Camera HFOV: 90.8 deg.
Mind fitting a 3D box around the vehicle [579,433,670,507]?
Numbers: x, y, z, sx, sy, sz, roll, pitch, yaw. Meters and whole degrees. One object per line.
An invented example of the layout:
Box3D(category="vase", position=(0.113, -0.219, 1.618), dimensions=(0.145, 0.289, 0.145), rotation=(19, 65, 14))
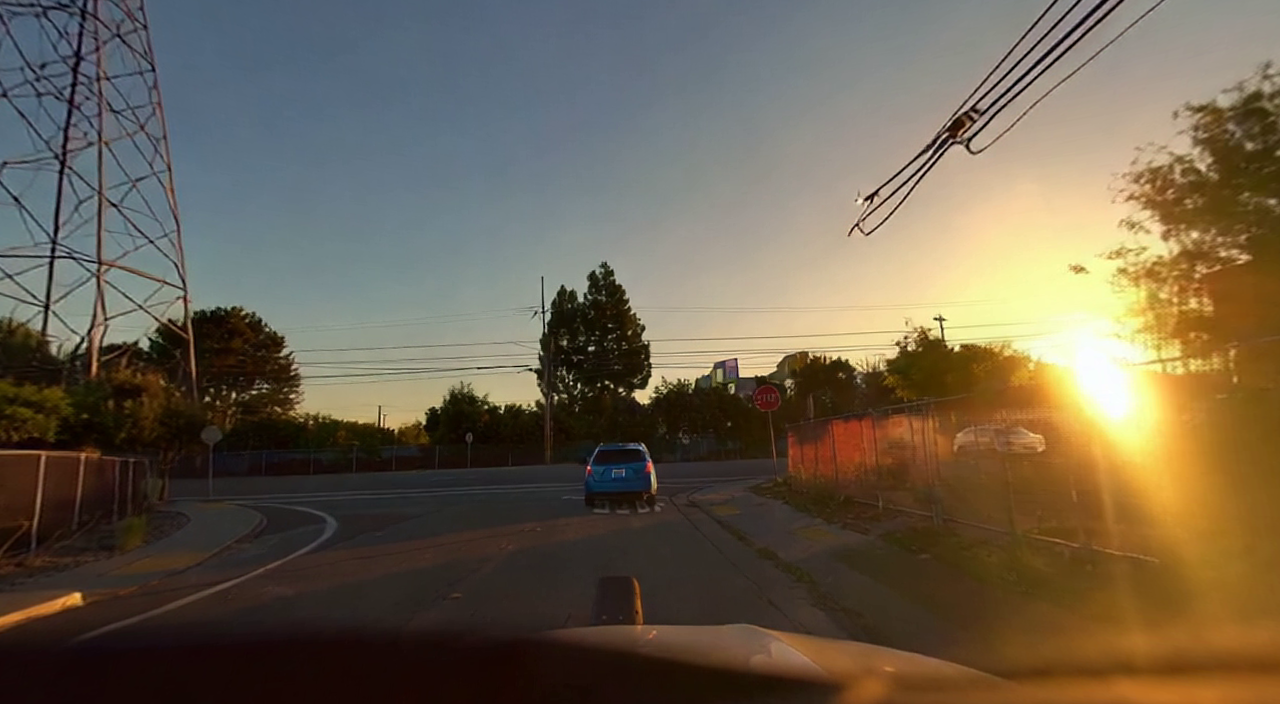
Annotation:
Box3D(category="vehicle", position=(-0.490, 3.084, 16.972), dimensions=(2.137, 1.698, 4.166), rotation=(0, -8, -4))
